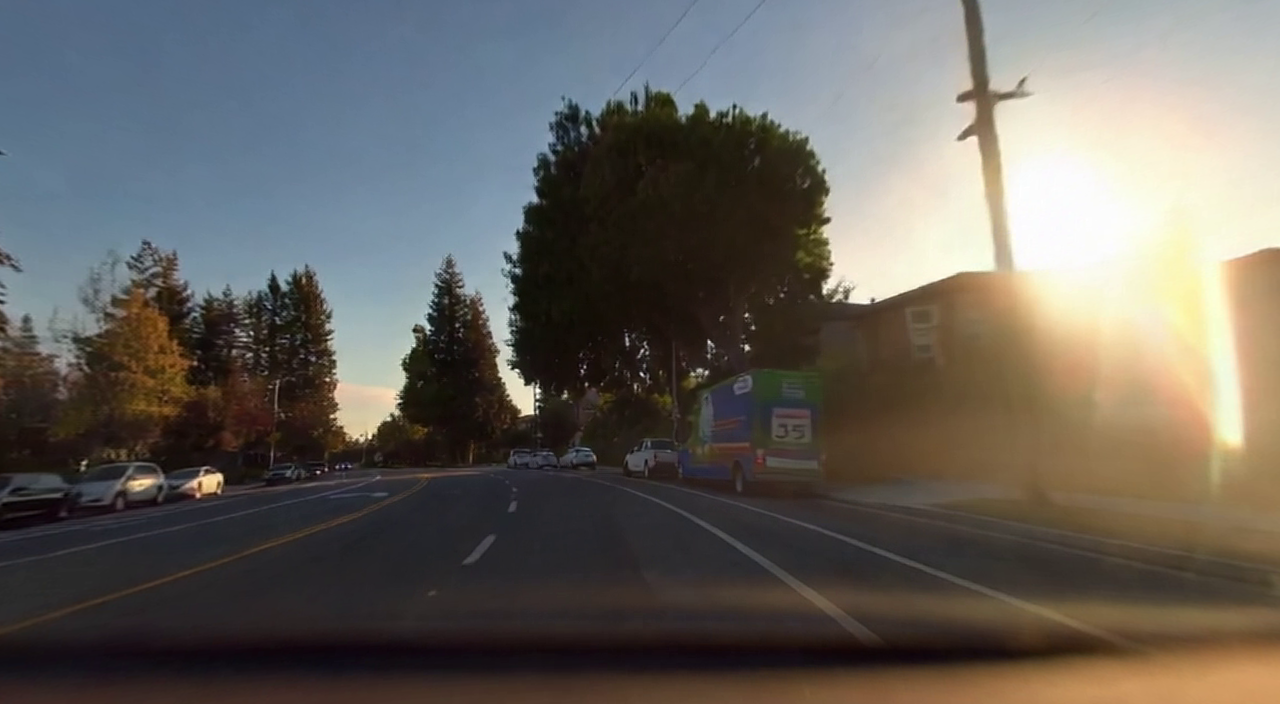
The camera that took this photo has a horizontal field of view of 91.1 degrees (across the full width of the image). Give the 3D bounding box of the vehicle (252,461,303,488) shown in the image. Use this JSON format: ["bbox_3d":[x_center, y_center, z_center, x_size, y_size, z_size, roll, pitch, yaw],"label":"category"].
[{"bbox_3d":[-24.433,8.228,42.486,1.949,1.456,4.497,2,-7,-17],"label":"vehicle"}]

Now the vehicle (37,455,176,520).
[{"bbox_3d":[-18.041,4.516,21.507,1.898,1.838,4.072,0,-8,-14],"label":"vehicle"}]

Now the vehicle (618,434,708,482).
[{"bbox_3d":[0.831,4.639,27.867,2.251,1.868,6.178,2,-9,-15],"label":"vehicle"}]

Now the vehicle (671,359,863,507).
[{"bbox_3d":[3.086,2.389,18.095,2.918,3.319,7.595,1,-9,-9],"label":"vehicle"}]

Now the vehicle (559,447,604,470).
[{"bbox_3d":[-4.087,7.336,43.436,2.041,1.520,4.674,3,-9,-18],"label":"vehicle"}]

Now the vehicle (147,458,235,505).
[{"bbox_3d":[-20.247,5.800,28.500,1.934,1.733,3.921,-1,-8,-15],"label":"vehicle"}]
